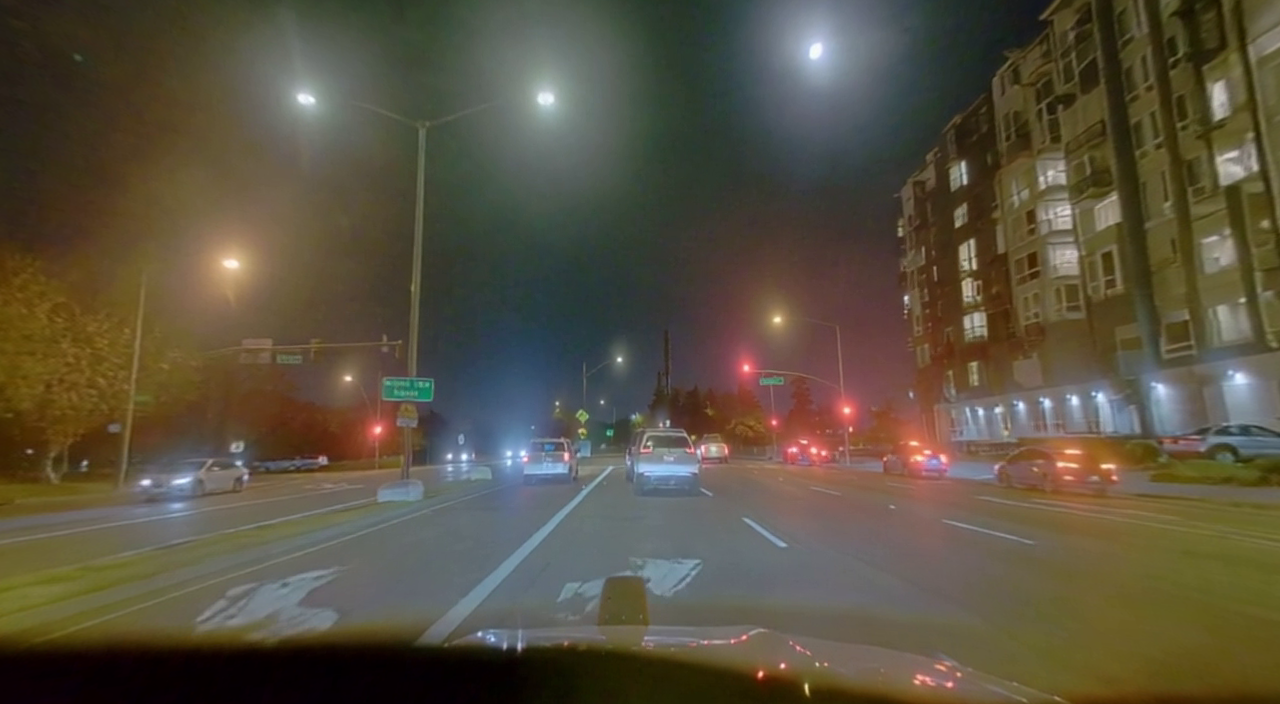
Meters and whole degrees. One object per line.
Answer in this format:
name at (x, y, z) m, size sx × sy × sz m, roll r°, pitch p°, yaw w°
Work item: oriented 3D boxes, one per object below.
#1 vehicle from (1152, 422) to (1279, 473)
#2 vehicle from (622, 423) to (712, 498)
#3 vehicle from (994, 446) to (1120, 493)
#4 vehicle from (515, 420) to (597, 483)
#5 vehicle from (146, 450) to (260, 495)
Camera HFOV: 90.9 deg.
vehicle at (23.086, 3.620, 24.057) m, size 5.050 × 1.756 × 2.206 m, roll -2°, pitch -10°, yaw 1°
vehicle at (0.635, 2.991, 17.641) m, size 2.222 × 1.841 × 4.031 m, roll 0°, pitch -9°, yaw -1°
vehicle at (14.155, 3.982, 21.705) m, size 1.706 × 1.474 × 3.761 m, roll 0°, pitch -9°, yaw 0°
vehicle at (-3.007, 3.747, 23.844) m, size 2.396 × 2.143 × 4.824 m, roll 0°, pitch -9°, yaw 1°
vehicle at (-16.271, 4.458, 23.793) m, size 1.993 × 1.462 × 4.586 m, roll 2°, pitch -9°, yaw -14°
